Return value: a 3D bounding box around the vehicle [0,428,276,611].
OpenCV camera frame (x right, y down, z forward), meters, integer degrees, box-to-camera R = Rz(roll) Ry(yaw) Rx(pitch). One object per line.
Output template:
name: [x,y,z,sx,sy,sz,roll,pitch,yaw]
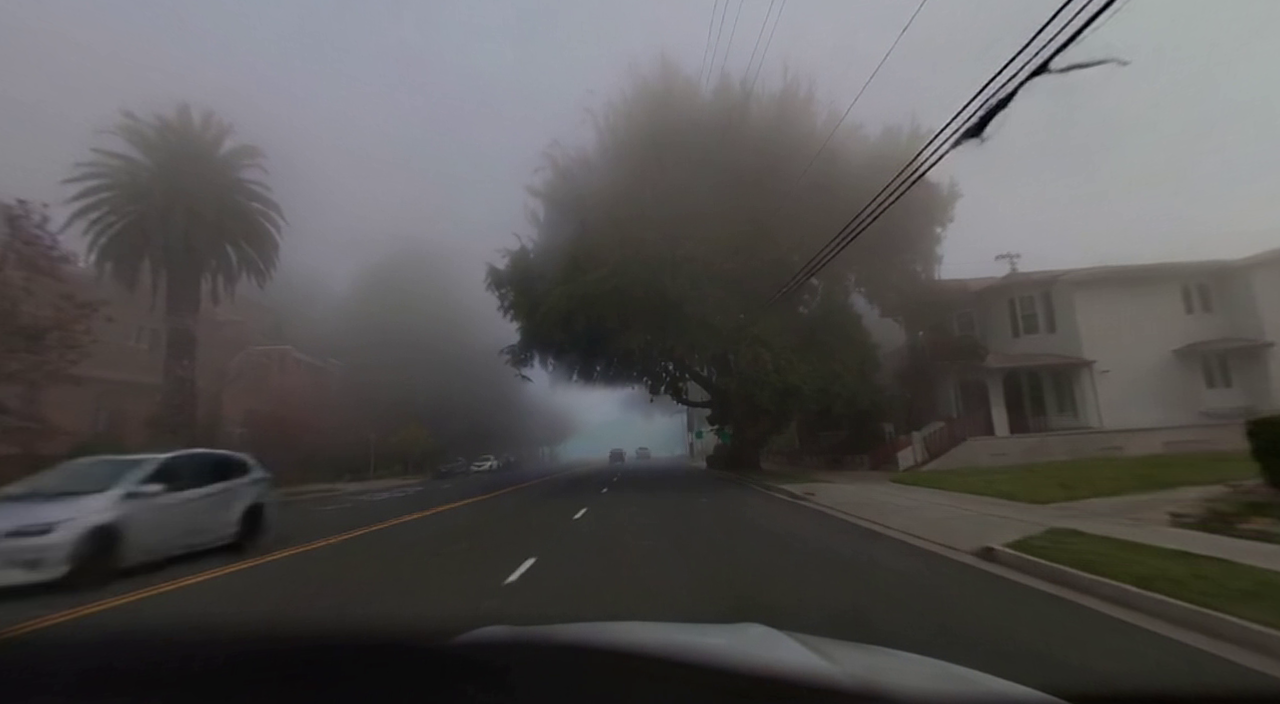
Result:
vehicle: [-7.326,1.992,8.543,1.992,1.802,4.602,0,-8,1]
